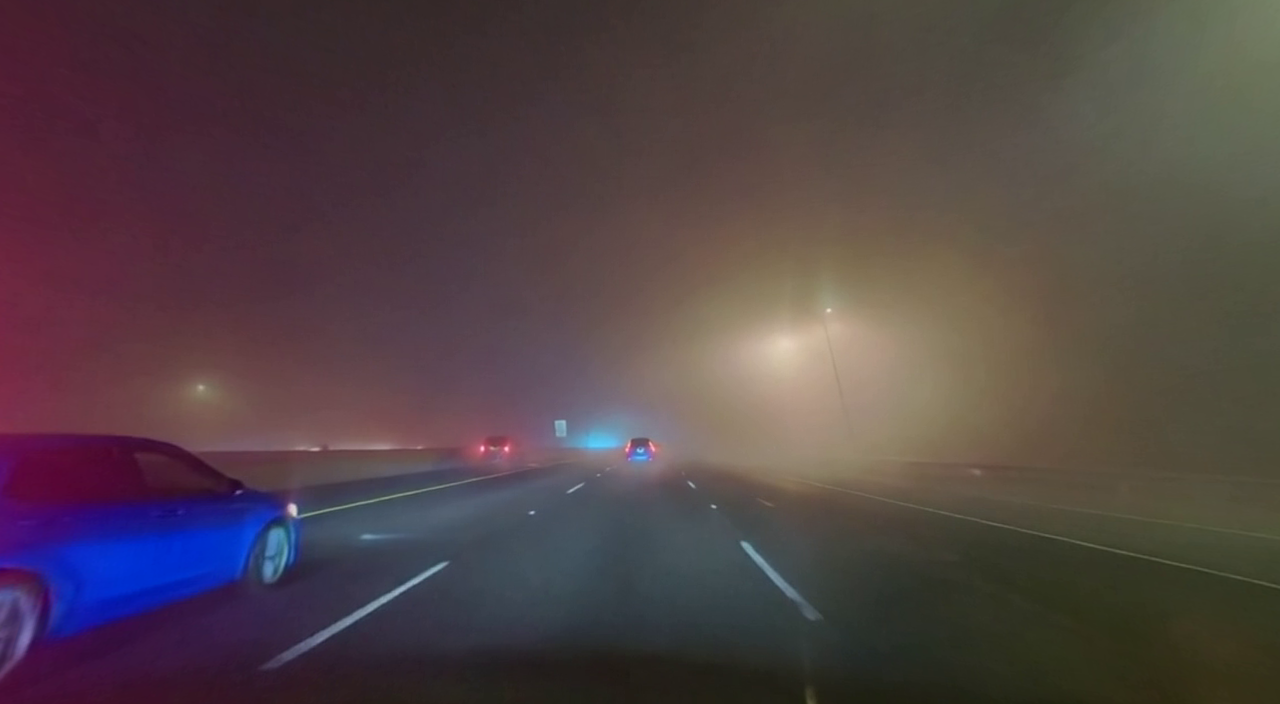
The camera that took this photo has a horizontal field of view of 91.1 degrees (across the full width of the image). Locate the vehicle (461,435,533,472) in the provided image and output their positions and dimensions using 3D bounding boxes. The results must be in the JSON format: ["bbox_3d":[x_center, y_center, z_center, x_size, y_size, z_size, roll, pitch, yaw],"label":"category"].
[{"bbox_3d":[-6.457,4.634,28.947,1.994,1.519,4.668,0,-8,3],"label":"vehicle"}]

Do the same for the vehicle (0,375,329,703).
[{"bbox_3d":[-4.179,1.025,3.808,2.124,1.607,4.531,0,-8,2],"label":"vehicle"}]

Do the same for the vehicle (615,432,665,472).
[{"bbox_3d":[0.056,4.638,29.182,2.155,1.690,4.318,0,-8,2],"label":"vehicle"}]
